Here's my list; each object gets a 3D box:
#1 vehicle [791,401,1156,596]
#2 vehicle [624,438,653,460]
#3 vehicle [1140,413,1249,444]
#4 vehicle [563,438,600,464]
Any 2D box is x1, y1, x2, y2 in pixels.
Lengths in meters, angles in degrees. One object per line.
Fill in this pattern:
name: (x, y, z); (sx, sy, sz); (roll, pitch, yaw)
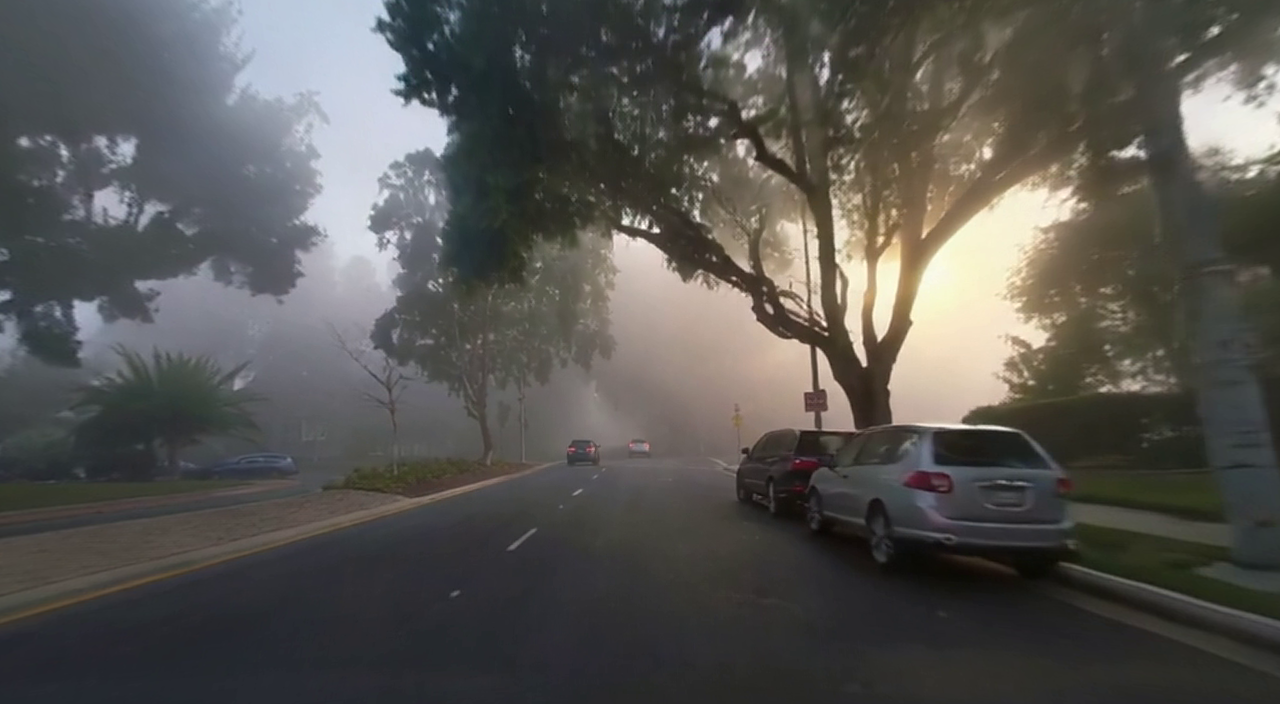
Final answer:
vehicle: (3.576, 1.661, 8.027); (2.113, 1.760, 4.432); (0, -9, -1)
vehicle: (-0.121, 7.402, 48.273); (2.142, 1.548, 4.273); (0, -9, 0)
vehicle: (36.051, 5.037, 41.177); (4.859, 1.827, 2.198); (-1, -10, 3)
vehicle: (-4.000, 6.865, 44.024); (2.129, 1.668, 4.722); (0, -8, 0)
